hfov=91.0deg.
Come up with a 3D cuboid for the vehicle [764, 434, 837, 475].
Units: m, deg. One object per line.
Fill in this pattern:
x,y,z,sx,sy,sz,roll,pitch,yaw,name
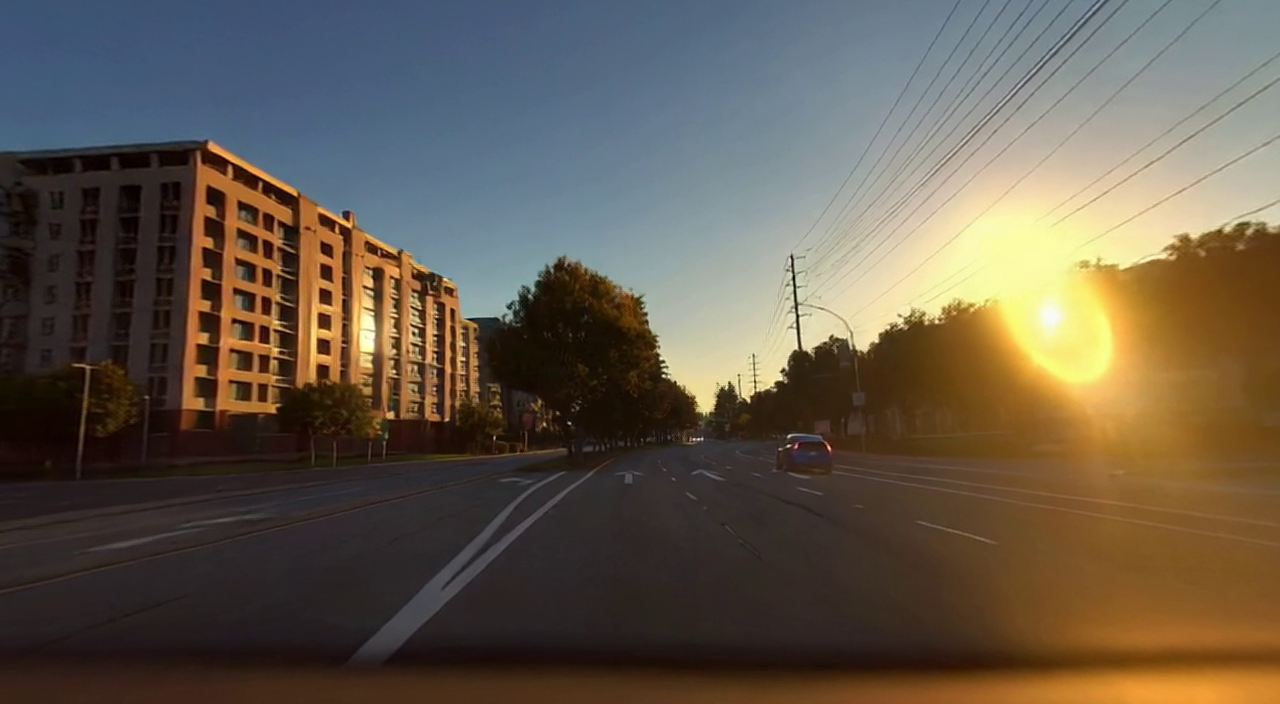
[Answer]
6.247,4.029,24.959,1.908,1.476,3.880,0,-9,1,vehicle
